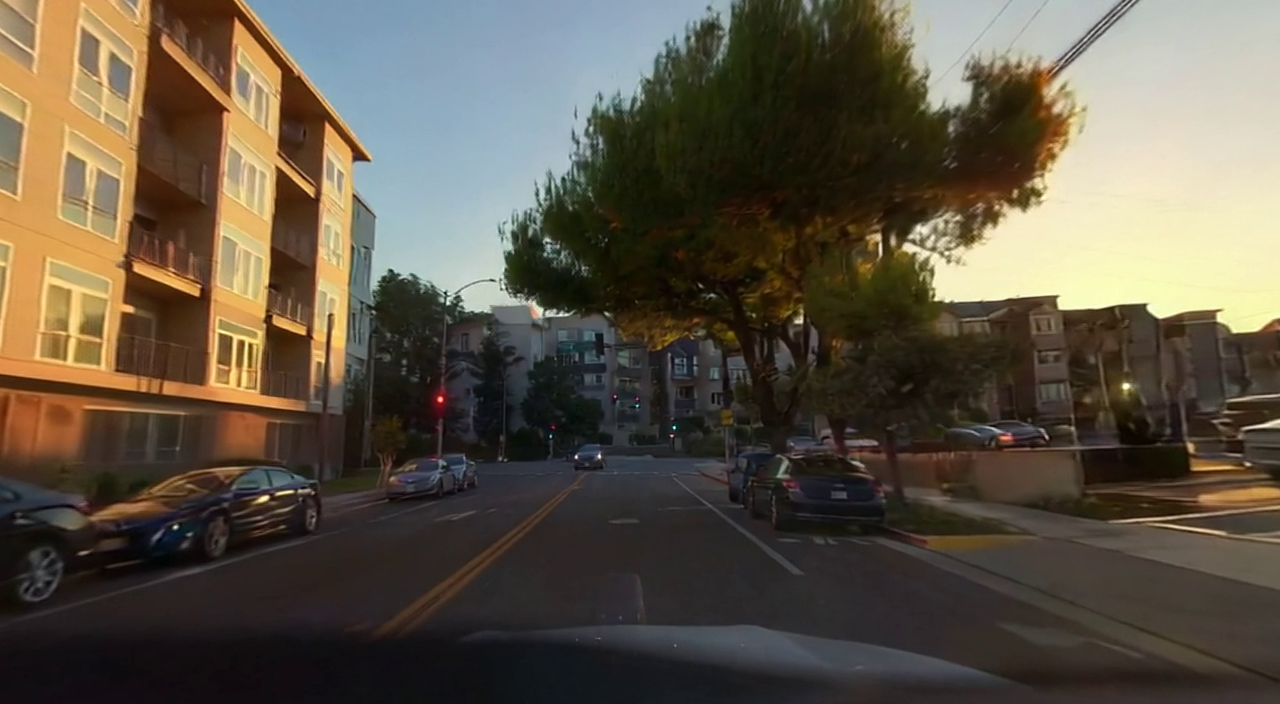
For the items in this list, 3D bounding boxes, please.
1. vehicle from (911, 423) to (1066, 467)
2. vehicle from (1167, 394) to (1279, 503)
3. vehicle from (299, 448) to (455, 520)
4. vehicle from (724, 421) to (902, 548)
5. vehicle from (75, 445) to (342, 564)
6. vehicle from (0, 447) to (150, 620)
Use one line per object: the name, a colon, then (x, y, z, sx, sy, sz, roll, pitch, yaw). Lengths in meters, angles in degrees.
vehicle: (12.123, 3.256, 22.163, 4.348, 1.439, 1.907, 0, -8, -5)
vehicle: (12.733, 1.719, 11.432, 4.591, 1.785, 1.921, 0, -8, 0)
vehicle: (-6.270, 3.165, 15.759, 1.934, 1.484, 4.630, 0, -8, -1)
vehicle: (3.013, 2.328, 12.299, 2.034, 1.689, 4.978, 0, -3, -1)
vehicle: (-6.573, 2.286, 10.223, 1.713, 1.531, 3.685, 0, -8, -1)
vehicle: (-6.374, 1.485, 4.873, 1.789, 1.462, 4.313, 0, -8, -1)
